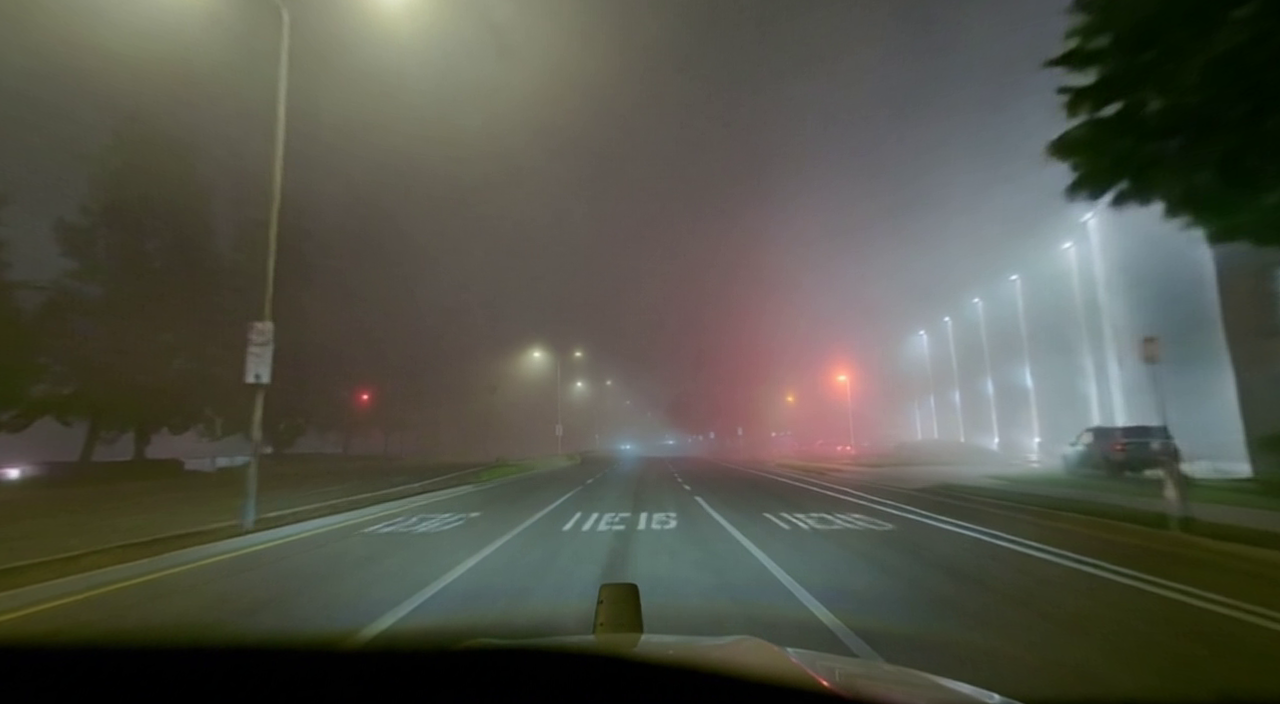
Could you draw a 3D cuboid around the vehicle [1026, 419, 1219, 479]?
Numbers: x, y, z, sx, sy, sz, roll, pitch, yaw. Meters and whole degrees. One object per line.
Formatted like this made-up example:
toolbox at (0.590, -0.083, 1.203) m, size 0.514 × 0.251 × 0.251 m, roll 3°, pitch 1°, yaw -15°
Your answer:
vehicle at (13.611, 2.791, 18.256) m, size 1.879 × 1.507 × 4.836 m, roll 0°, pitch -8°, yaw 2°
